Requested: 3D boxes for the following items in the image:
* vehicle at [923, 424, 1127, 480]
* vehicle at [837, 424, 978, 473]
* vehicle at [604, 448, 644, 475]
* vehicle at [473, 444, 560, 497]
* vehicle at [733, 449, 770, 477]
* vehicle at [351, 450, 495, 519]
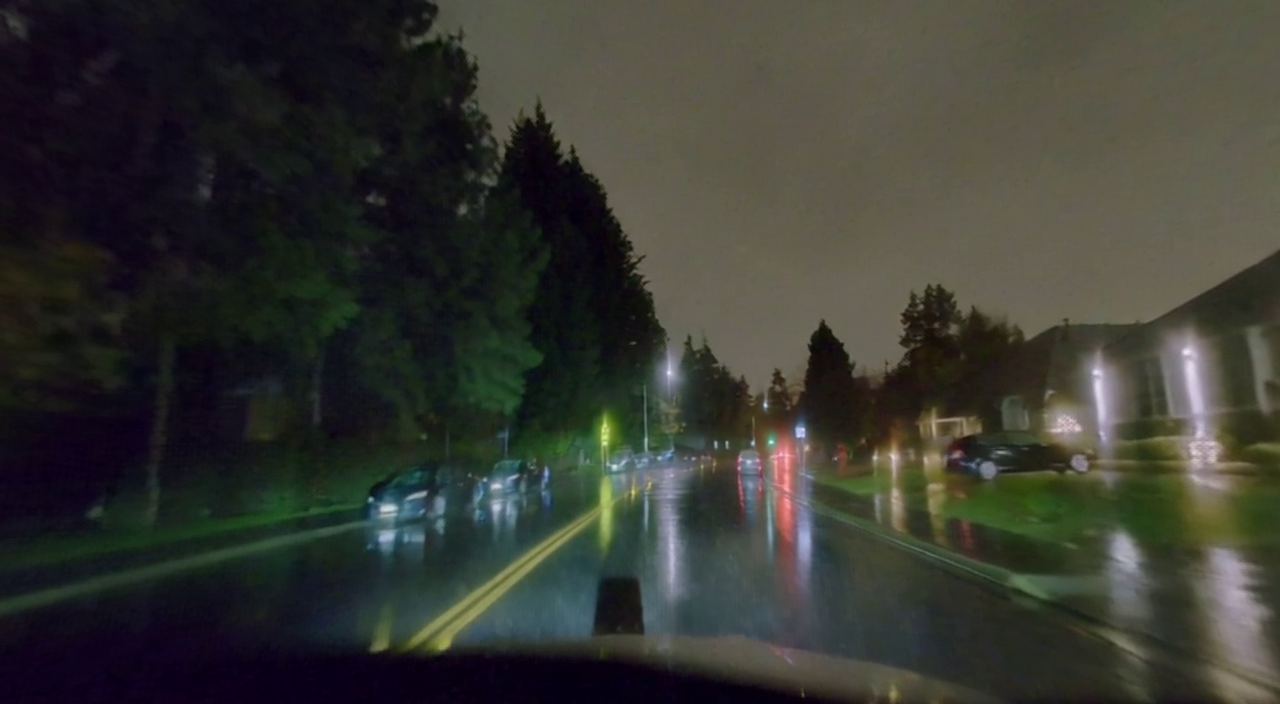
[{"bbox_3d":[11.334,2.974,18.879,4.744,1.507,1.953,-1,-8,2],"label":"vehicle"},{"bbox_3d":[11.045,4.054,26.486,5.009,1.906,2.046,-2,-9,9],"label":"vehicle"},{"bbox_3d":[-1.085,7.805,44.667,2.005,1.557,4.172,-3,-14,10],"label":"vehicle"},{"bbox_3d":[-4.456,4.491,23.464,1.972,1.536,4.347,-3,-16,5],"label":"vehicle"},{"bbox_3d":[6.444,6.408,36.780,1.972,1.460,4.137,-2,-8,8],"label":"vehicle"},{"bbox_3d":[-5.292,3.455,16.078,1.886,1.494,4.149,-2,-14,5],"label":"vehicle"}]
